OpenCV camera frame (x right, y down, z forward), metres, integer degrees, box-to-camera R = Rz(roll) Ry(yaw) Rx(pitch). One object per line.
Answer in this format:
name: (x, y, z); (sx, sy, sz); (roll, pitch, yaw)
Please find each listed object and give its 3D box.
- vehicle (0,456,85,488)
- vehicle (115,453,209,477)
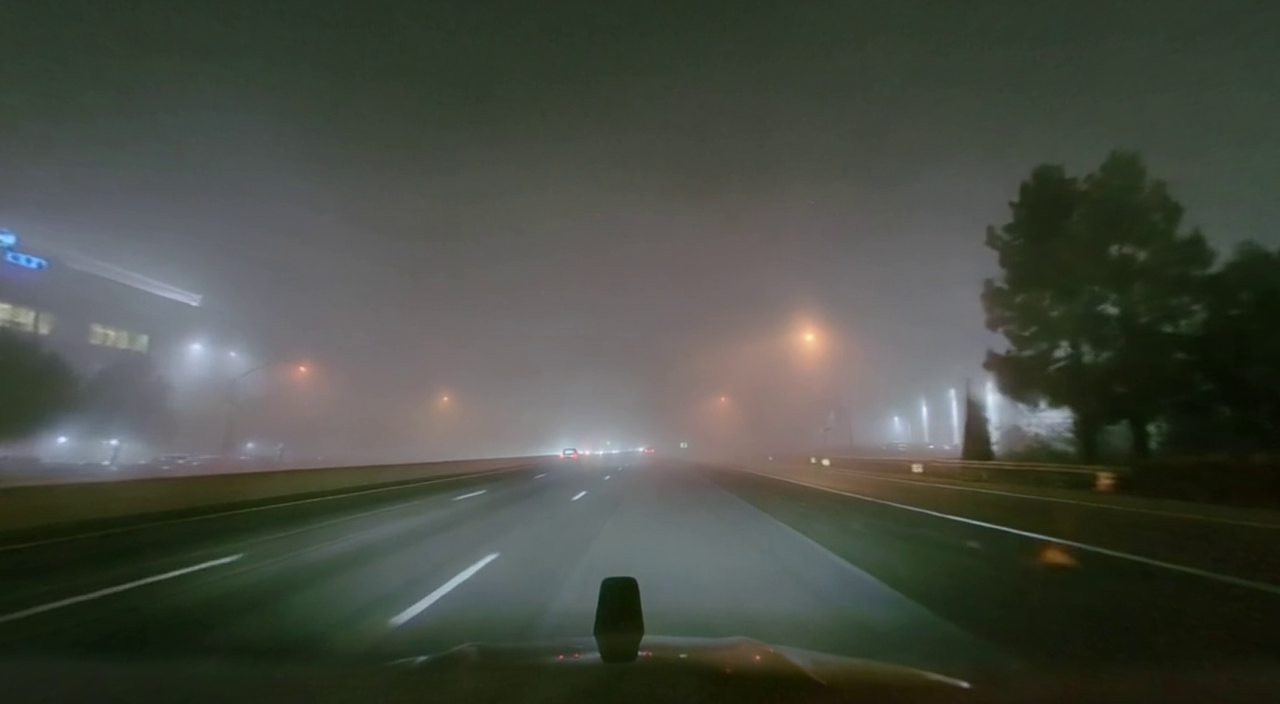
vehicle: (-38.426, 7.425, 38.927); (6.140, 1.772, 2.262); (-3, -9, 2)
vehicle: (-37.551, 8.867, 49.543); (5.655, 1.840, 2.300); (-1, -9, 4)
